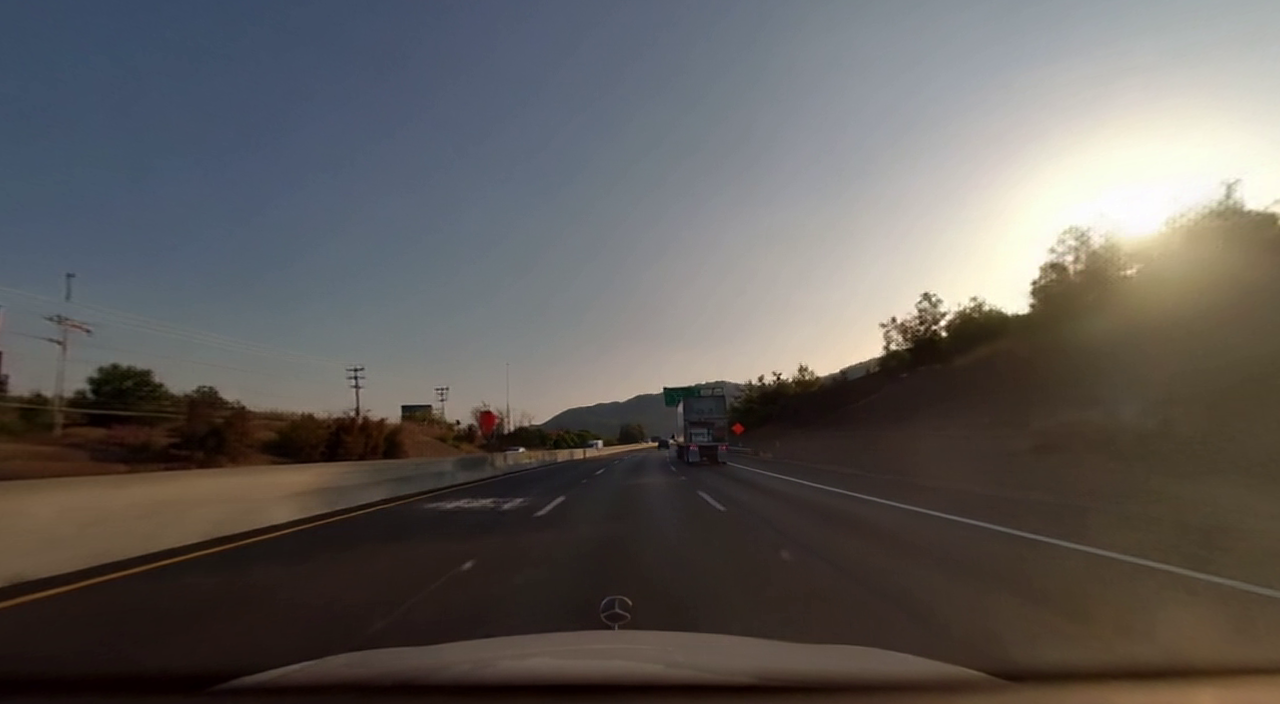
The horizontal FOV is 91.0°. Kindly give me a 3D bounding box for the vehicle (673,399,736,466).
[{"bbox_3d":[4.317,5.896,45.533,2.960,4.099,14.097,0,-8,-1],"label":"vehicle"}]
